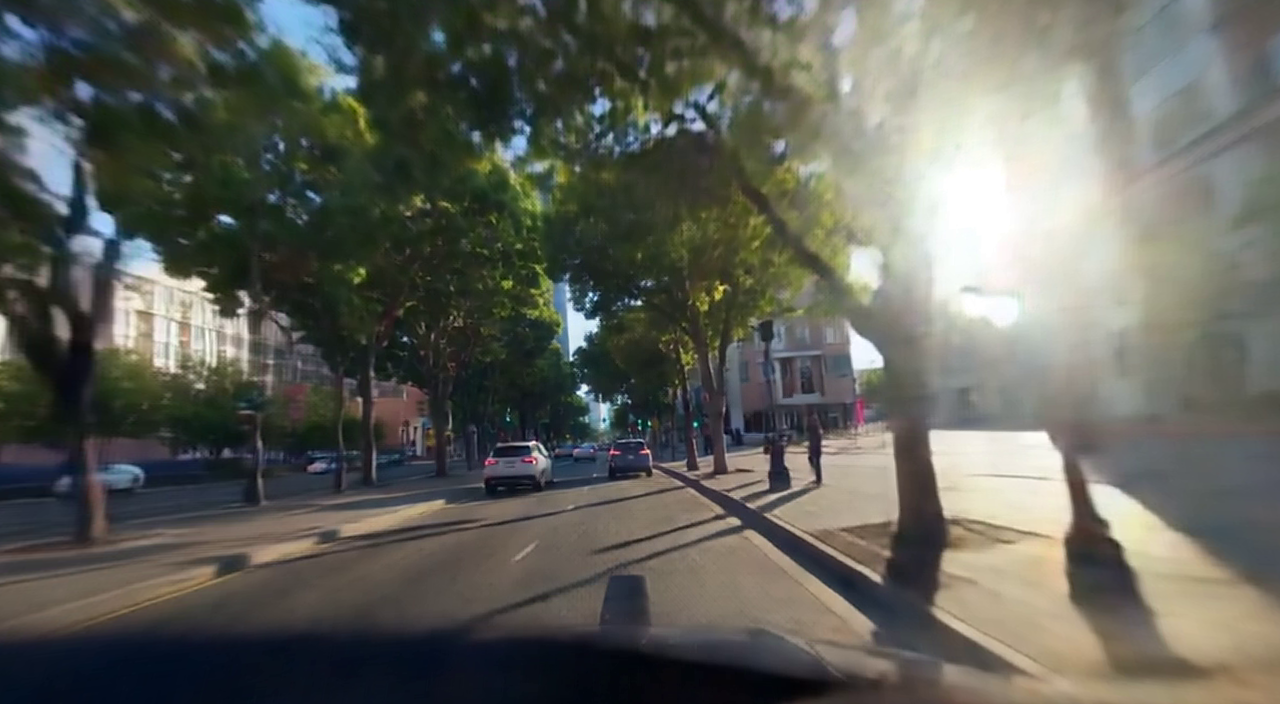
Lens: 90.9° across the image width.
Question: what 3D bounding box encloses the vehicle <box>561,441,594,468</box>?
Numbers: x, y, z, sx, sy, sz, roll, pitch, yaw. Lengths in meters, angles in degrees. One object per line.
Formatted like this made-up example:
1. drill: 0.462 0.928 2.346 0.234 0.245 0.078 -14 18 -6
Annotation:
1. vehicle: -4.472 7.396 45.765 2.220 1.847 4.587 0 -8 -3

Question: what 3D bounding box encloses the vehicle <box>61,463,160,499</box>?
1. vehicle: -35.052 8.502 41.992 2.056 2.046 5.580 0 -8 -4

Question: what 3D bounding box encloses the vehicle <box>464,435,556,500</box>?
1. vehicle: -3.730 3.361 18.754 1.940 1.722 3.823 0 -8 -1

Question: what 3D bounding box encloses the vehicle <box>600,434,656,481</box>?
1. vehicle: -0.531 4.271 25.768 2.120 1.758 3.917 0 -8 -2
